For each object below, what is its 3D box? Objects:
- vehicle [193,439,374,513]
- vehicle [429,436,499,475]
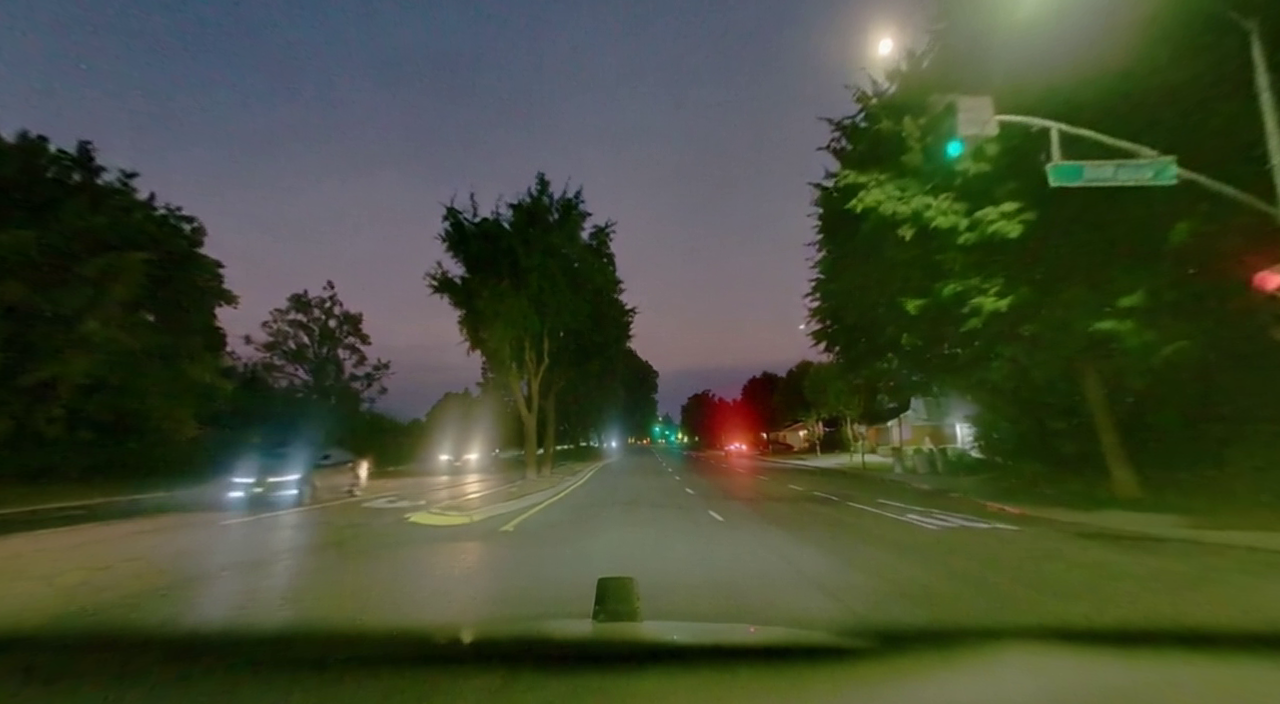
[{"bbox_3d":[-8.329,2.876,15.240,1.891,1.522,4.184,0,-8,0],"label":"vehicle"},{"bbox_3d":[-8.352,4.918,30.293,2.118,1.733,4.372,0,-8,0],"label":"vehicle"}]
